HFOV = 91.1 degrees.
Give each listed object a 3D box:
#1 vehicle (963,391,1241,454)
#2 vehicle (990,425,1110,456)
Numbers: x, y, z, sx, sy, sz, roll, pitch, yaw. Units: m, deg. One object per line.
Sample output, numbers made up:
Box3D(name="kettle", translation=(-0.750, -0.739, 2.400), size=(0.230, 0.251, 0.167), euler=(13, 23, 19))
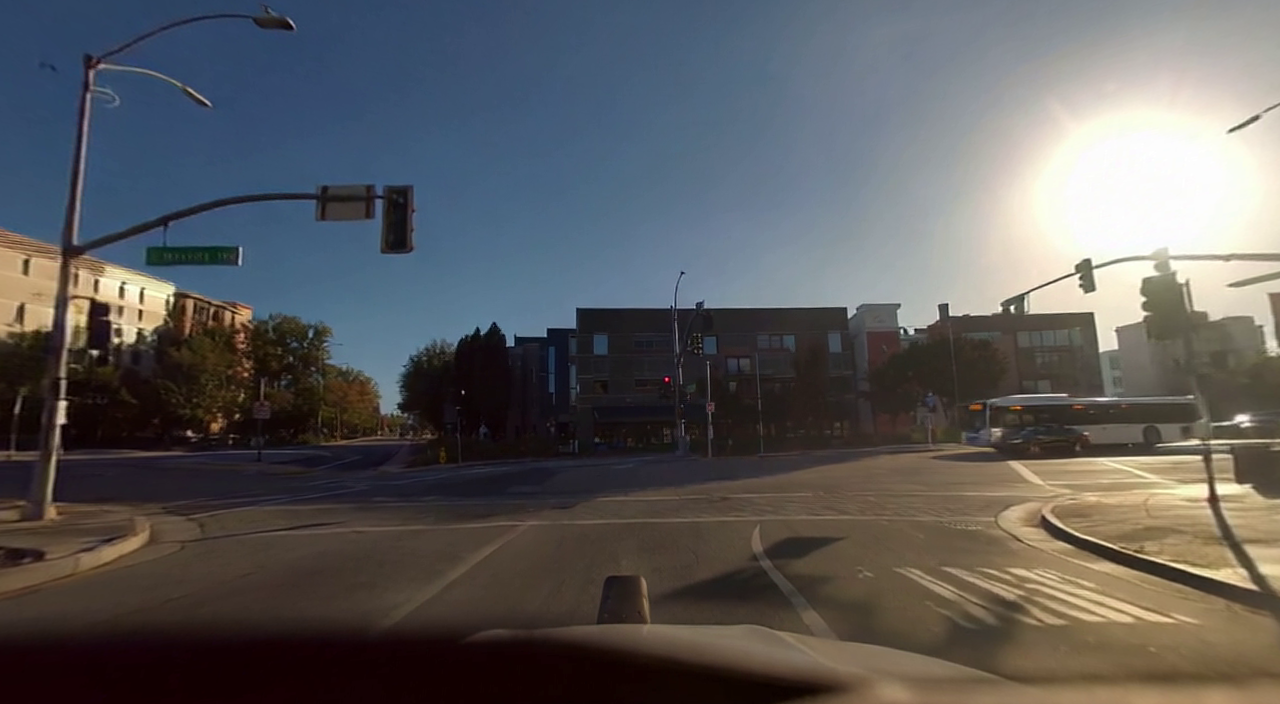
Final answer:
Box3D(name="vehicle", translation=(25.110, 3.935, 34.576), size=(12.822, 3.296, 3.033), euler=(0, -9, -1))
Box3D(name="vehicle", translation=(19.865, 4.315, 30.516), size=(4.538, 1.461, 1.805), euler=(0, -9, 0))
